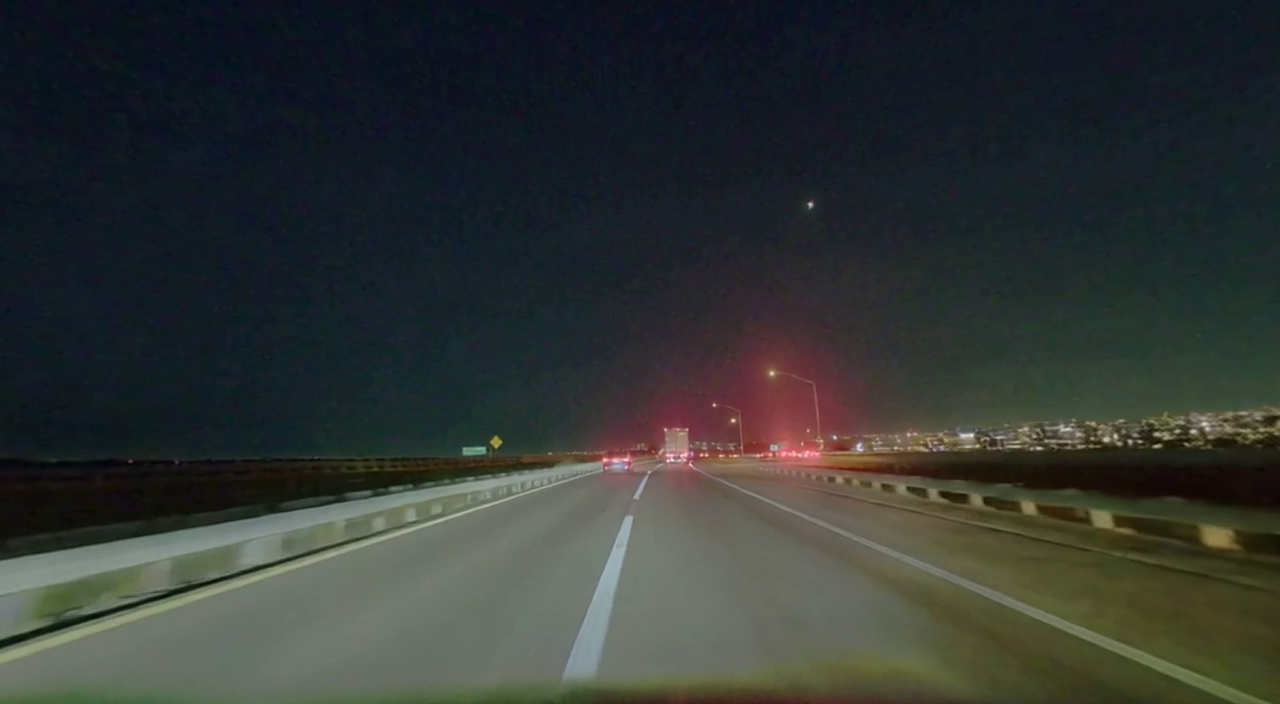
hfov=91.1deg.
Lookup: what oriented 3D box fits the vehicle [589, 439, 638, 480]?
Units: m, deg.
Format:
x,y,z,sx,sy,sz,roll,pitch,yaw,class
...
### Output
x,y,z,sx,sy,sz,roll,pitch,yaw,class
-1.370,5.857,34.443,2.271,2.049,4.894,-1,-9,3,vehicle
